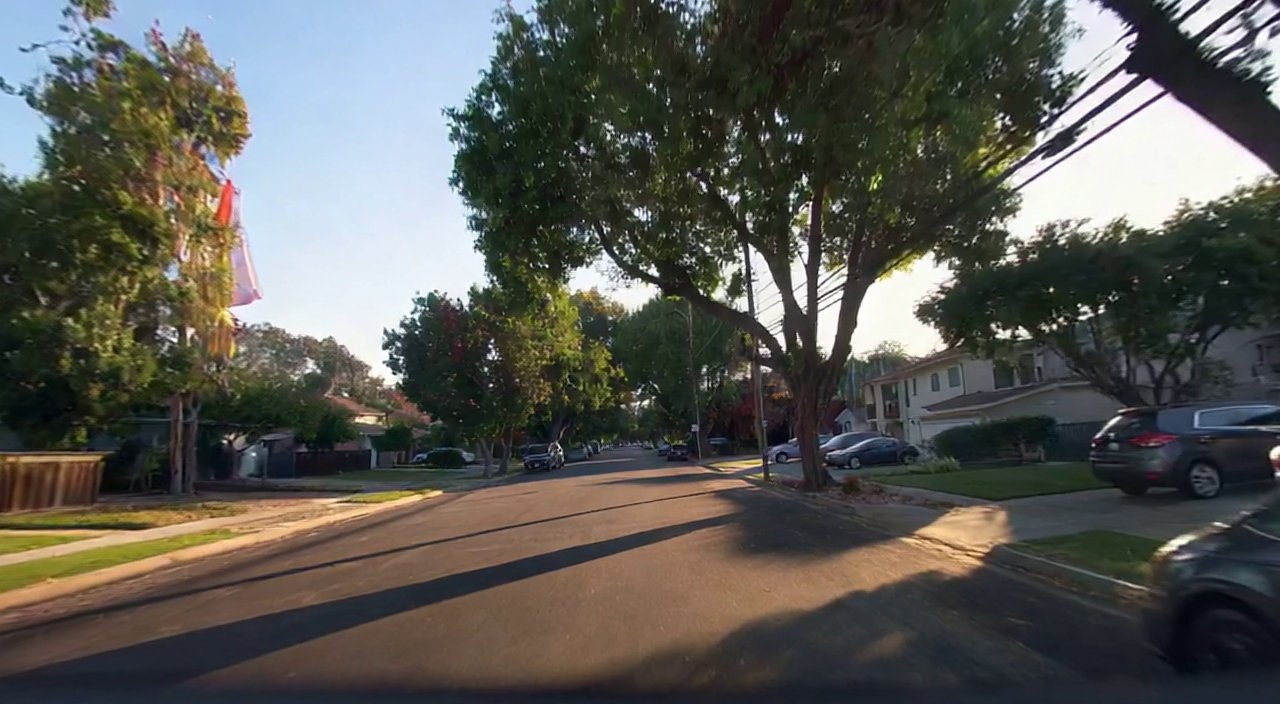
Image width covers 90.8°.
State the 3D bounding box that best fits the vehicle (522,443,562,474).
[{"bbox_3d":[-6.336,6.878,41.183,2.035,1.736,3.955,-2,-7,-1],"label":"vehicle"}]

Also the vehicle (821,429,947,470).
[{"bbox_3d":[10.923,4.407,28.608,4.782,1.748,2.106,0,-9,1],"label":"vehicle"}]

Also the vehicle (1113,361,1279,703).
[{"bbox_3d":[3.523,0.640,1.021,2.054,1.638,4.489,0,-8,1],"label":"vehicle"}]
